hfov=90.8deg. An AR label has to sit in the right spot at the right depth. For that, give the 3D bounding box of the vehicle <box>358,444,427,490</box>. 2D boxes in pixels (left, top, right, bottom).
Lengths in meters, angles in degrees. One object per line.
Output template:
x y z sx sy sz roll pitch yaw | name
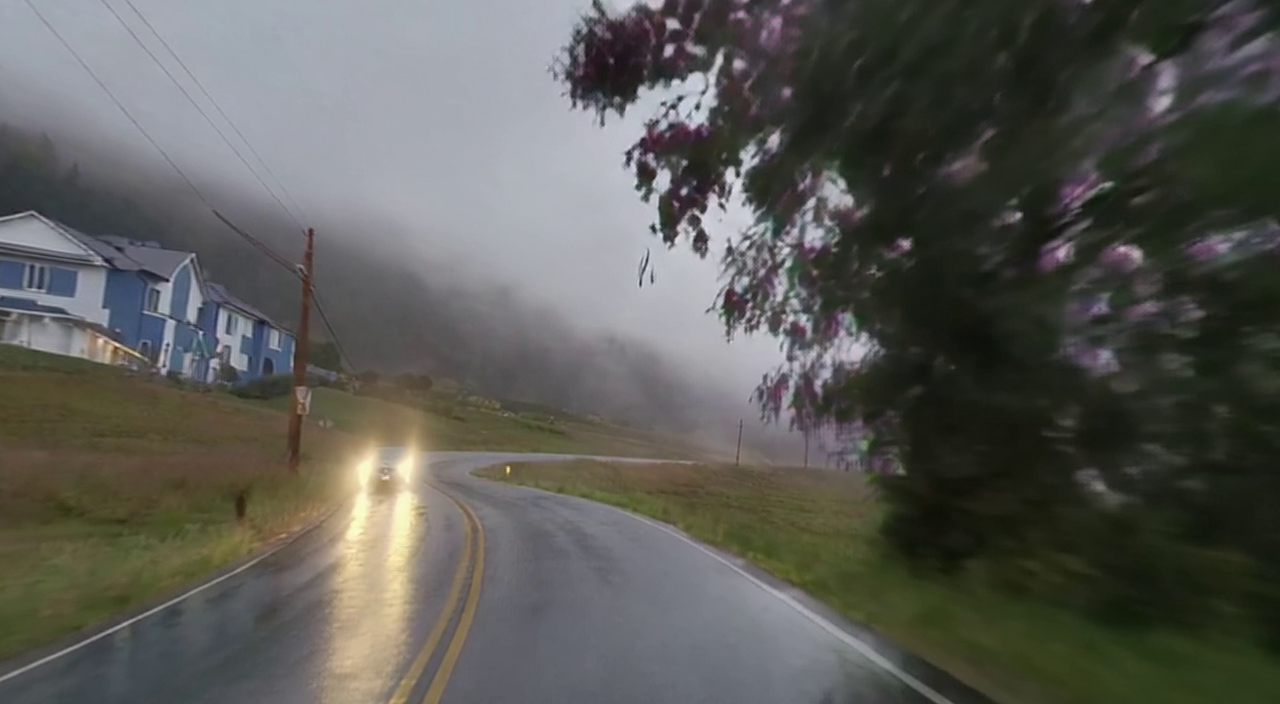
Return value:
-8.978 4.119 22.968 2.063 1.485 3.997 3 -9 -21 | vehicle
